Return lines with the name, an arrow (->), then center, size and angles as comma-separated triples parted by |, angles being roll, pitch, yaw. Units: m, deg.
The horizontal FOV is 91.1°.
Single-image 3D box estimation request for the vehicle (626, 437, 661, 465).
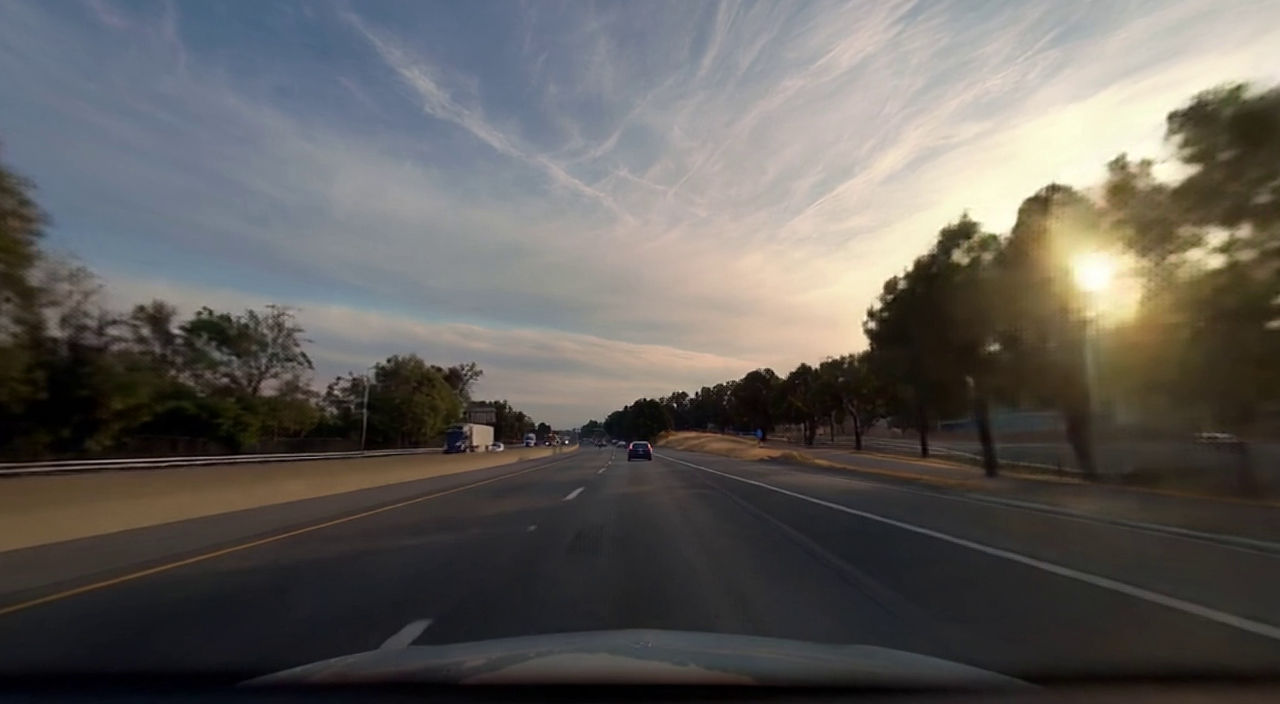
vehicle -> 0.151, 6.293, 39.935 | 2.029, 1.666, 4.064 | 0, -8, -2
